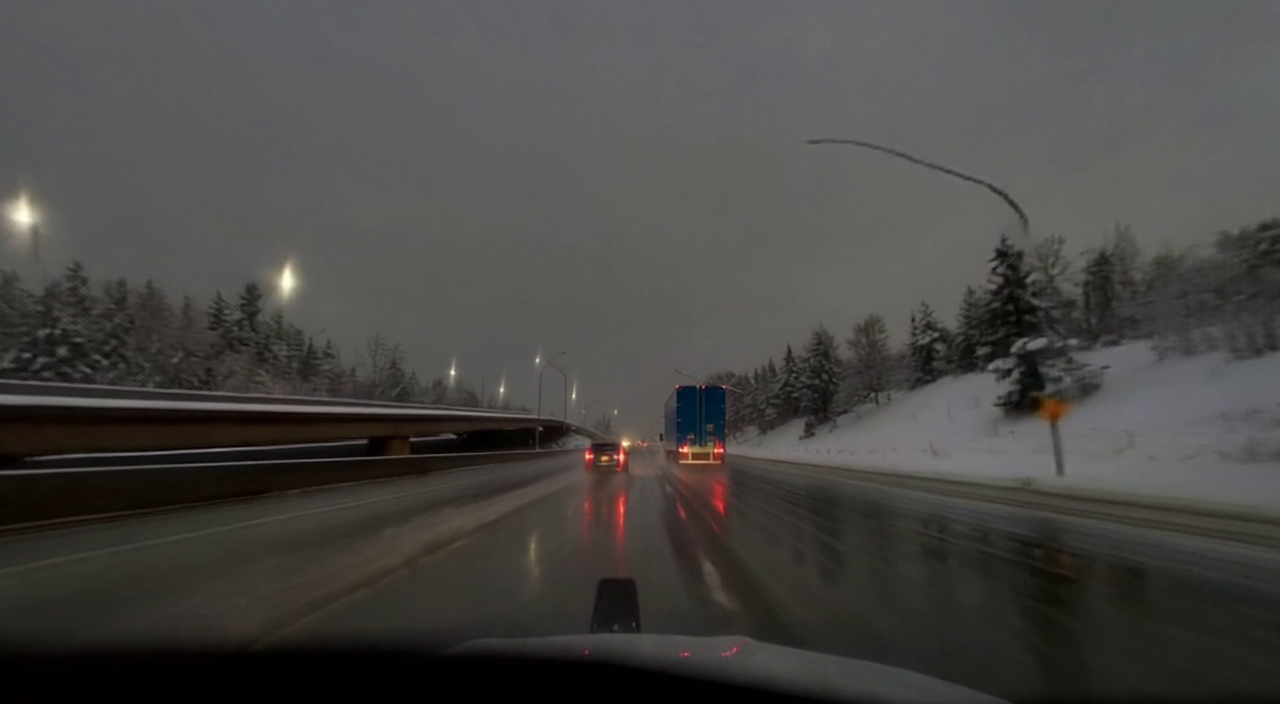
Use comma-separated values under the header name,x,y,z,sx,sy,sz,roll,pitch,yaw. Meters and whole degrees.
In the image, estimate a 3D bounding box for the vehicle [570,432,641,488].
name,x,y,z,sx,sy,sz,roll,pitch,yaw
vehicle,-1.046,3.674,21.784,2.077,1.716,4.514,0,-9,1

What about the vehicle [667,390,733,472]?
name,x,y,z,sx,sy,sz,roll,pitch,yaw
vehicle,3.216,4.672,36.504,2.964,4.063,10.072,0,-9,1
